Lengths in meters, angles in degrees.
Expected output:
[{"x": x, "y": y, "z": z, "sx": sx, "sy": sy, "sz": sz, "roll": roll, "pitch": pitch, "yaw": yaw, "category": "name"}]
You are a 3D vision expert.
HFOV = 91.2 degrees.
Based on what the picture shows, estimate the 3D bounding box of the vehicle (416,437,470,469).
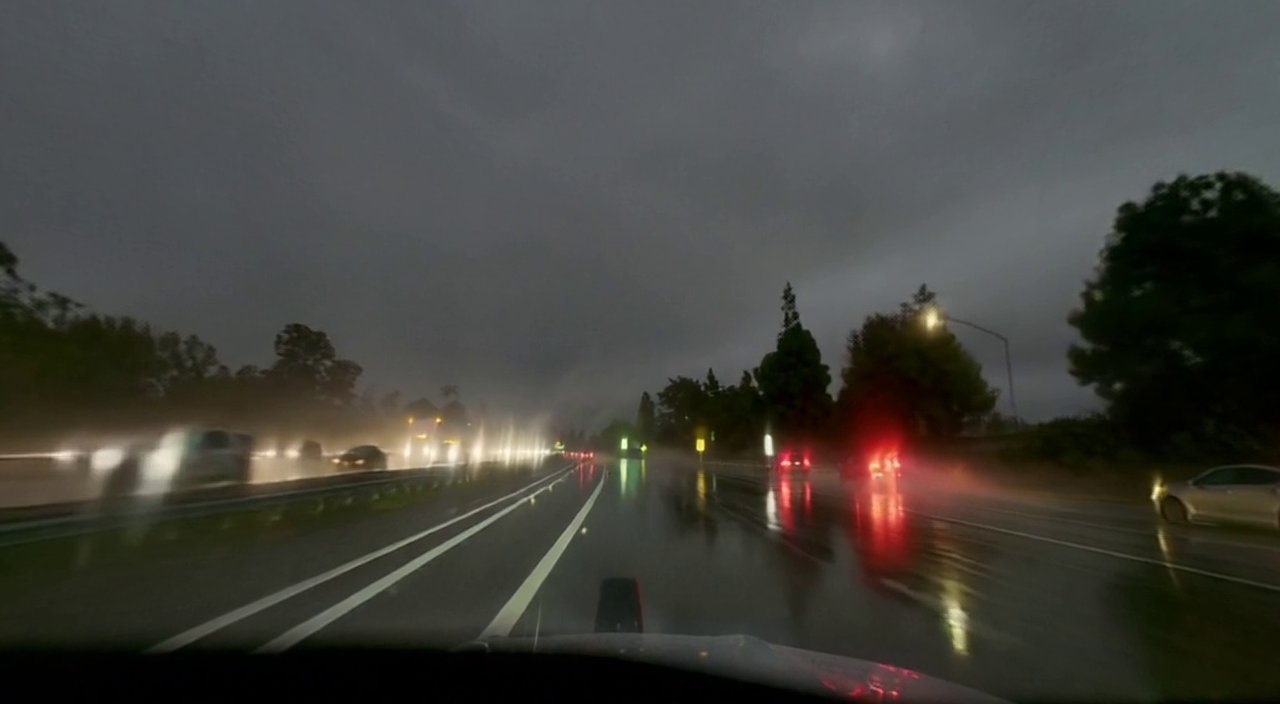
[{"x": -13.173, "y": 6.831, "z": 42.329, "sx": 2.195, "sy": 1.976, "sz": 5.455, "roll": 0, "pitch": -9, "yaw": -4, "category": "vehicle"}]

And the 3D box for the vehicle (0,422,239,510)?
[{"x": -10.950, "y": 2.407, "z": 13.561, "sx": 1.924, "sy": 1.579, "sz": 4.165, "roll": 0, "pitch": -9, "yaw": -3, "category": "vehicle"}]

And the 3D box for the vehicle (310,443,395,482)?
[{"x": -11.601, "y": 4.488, "z": 25.614, "sx": 1.817, "sy": 1.455, "sz": 3.867, "roll": 0, "pitch": -9, "yaw": -3, "category": "vehicle"}]

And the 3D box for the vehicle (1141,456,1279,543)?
[{"x": 12.618, "y": 2.817, "z": 12.125, "sx": 1.941, "sy": 1.536, "sz": 4.585, "roll": 0, "pitch": -9, "yaw": -1, "category": "vehicle"}]

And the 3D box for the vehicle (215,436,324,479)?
[{"x": -16.549, "y": 4.746, "z": 28.378, "sx": 2.172, "sy": 1.731, "sz": 4.901, "roll": 0, "pitch": -9, "yaw": -4, "category": "vehicle"}]
